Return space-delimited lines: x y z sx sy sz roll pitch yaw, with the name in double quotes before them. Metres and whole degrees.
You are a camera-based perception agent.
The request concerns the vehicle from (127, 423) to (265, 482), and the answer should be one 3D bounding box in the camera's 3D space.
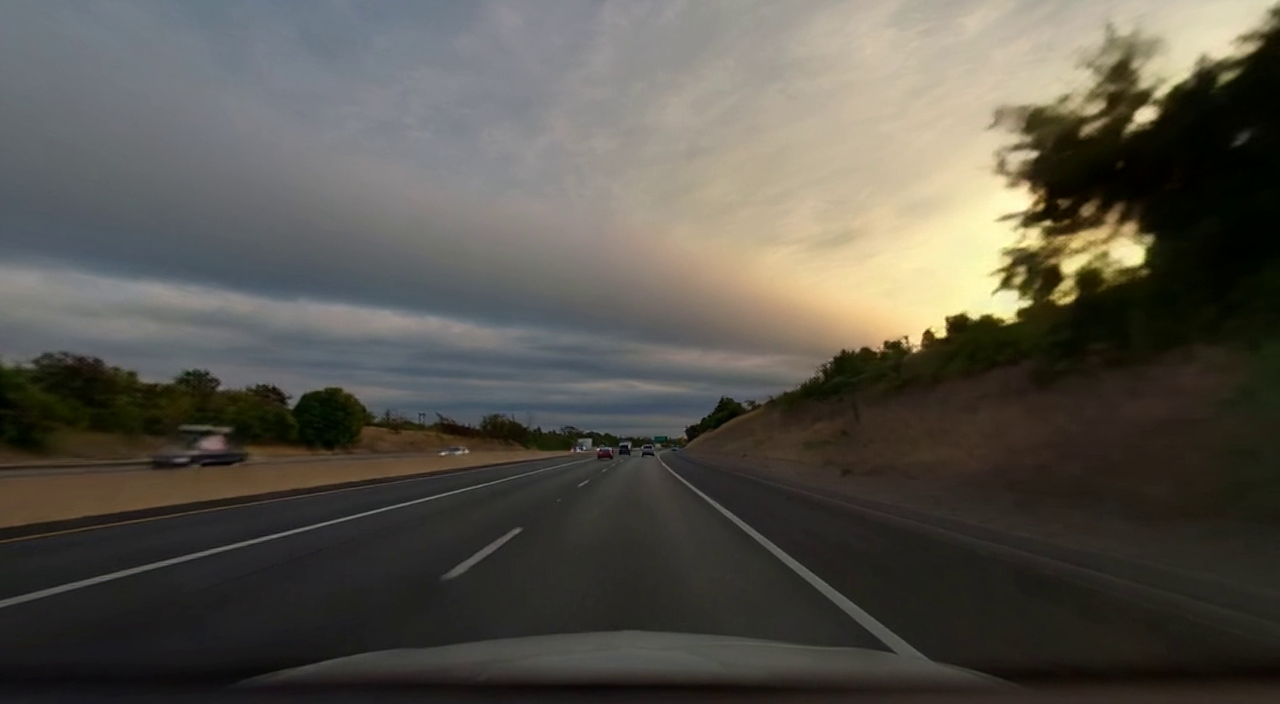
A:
"vehicle" -22.296 5.112 32.223 2.297 2.677 6.429 0 -9 0
